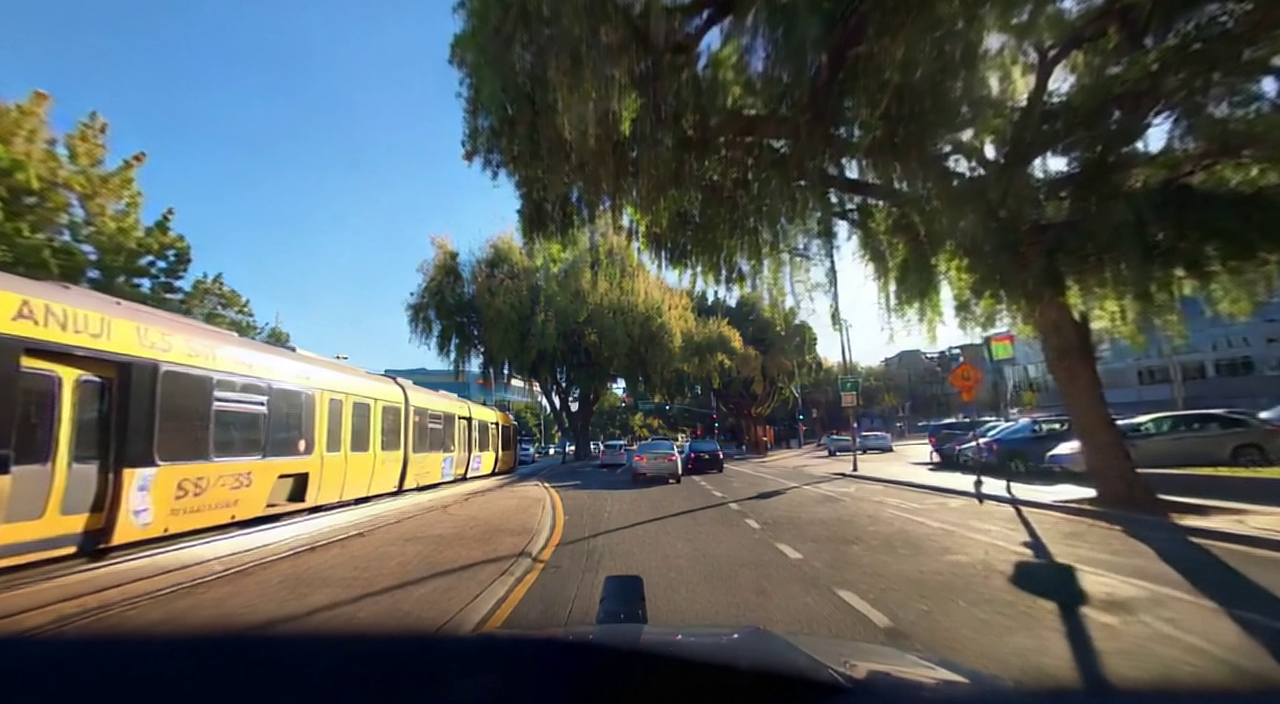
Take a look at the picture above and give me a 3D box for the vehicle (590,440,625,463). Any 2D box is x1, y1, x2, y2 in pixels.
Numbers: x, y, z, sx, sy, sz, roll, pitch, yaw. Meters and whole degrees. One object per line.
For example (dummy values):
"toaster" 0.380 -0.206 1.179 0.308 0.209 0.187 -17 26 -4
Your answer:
"vehicle" -2.126 6.642 42.323 2.118 1.478 4.076 0 -8 1

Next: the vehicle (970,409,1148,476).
"vehicle" 13.592 3.022 21.093 2.145 1.911 5.581 0 -8 0

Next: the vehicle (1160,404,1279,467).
"vehicle" 19.813 2.638 19.859 2.159 1.817 5.675 0 -8 1

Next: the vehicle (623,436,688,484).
"vehicle" 0.501 3.634 21.628 2.002 1.471 4.337 0 -8 0

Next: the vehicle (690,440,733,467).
"vehicle" 3.998 5.750 35.954 1.944 1.447 4.392 0 -8 0

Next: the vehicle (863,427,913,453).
"vehicle" 19.372 6.951 49.628 2.116 1.937 4.515 0 -8 1

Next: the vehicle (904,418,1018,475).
"vehicle" 13.775 4.001 27.637 2.221 2.116 5.535 1 -6 1

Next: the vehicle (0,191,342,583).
"vehicle" -7.544 0.309 5.831 2.897 3.700 13.528 0 -7 1
